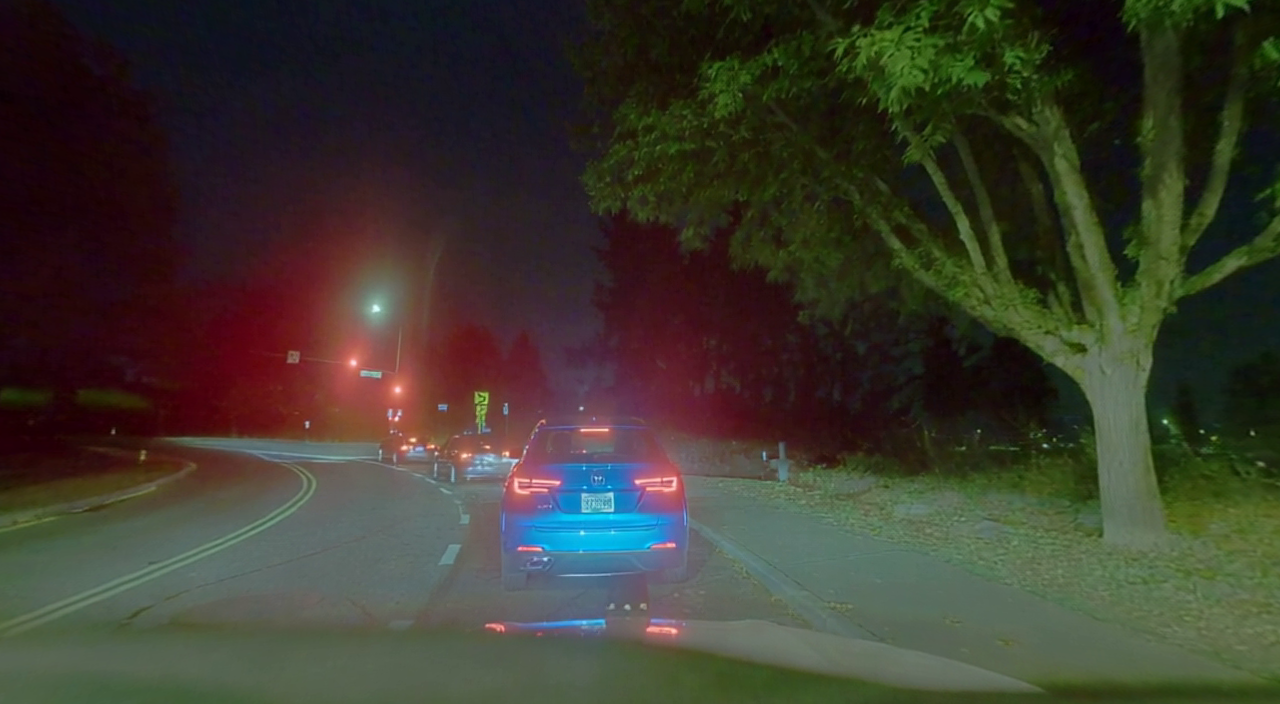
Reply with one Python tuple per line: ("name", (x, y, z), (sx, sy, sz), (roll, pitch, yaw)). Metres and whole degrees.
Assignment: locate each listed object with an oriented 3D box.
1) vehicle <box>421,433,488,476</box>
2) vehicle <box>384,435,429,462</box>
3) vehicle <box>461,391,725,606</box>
("vehicle", (-7.294, 3.947, 24.484), (1.902, 1.536, 3.662), (4, -9, -25))
("vehicle", (-13.765, 5.644, 36.906), (1.863, 1.488, 4.426), (4, -9, -27))
("vehicle", (-0.682, 1.462, 7.204), (2.134, 1.671, 4.147), (1, -8, -9))
